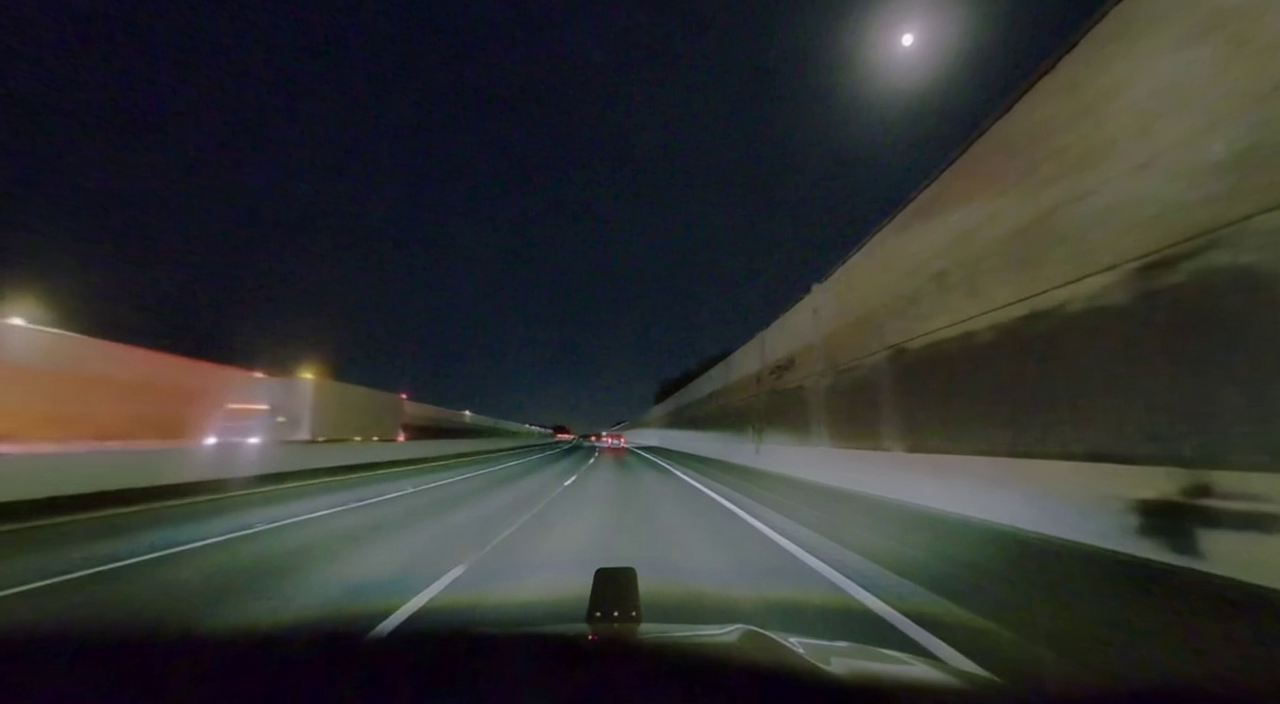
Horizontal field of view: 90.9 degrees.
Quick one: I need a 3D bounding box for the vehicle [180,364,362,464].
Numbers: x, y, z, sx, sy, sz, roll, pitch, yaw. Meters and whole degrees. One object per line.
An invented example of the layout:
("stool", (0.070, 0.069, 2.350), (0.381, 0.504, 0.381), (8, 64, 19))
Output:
("vehicle", (-17.048, 3.140, 30.416), (2.914, 4.000, 10.062), (0, -8, -2))
